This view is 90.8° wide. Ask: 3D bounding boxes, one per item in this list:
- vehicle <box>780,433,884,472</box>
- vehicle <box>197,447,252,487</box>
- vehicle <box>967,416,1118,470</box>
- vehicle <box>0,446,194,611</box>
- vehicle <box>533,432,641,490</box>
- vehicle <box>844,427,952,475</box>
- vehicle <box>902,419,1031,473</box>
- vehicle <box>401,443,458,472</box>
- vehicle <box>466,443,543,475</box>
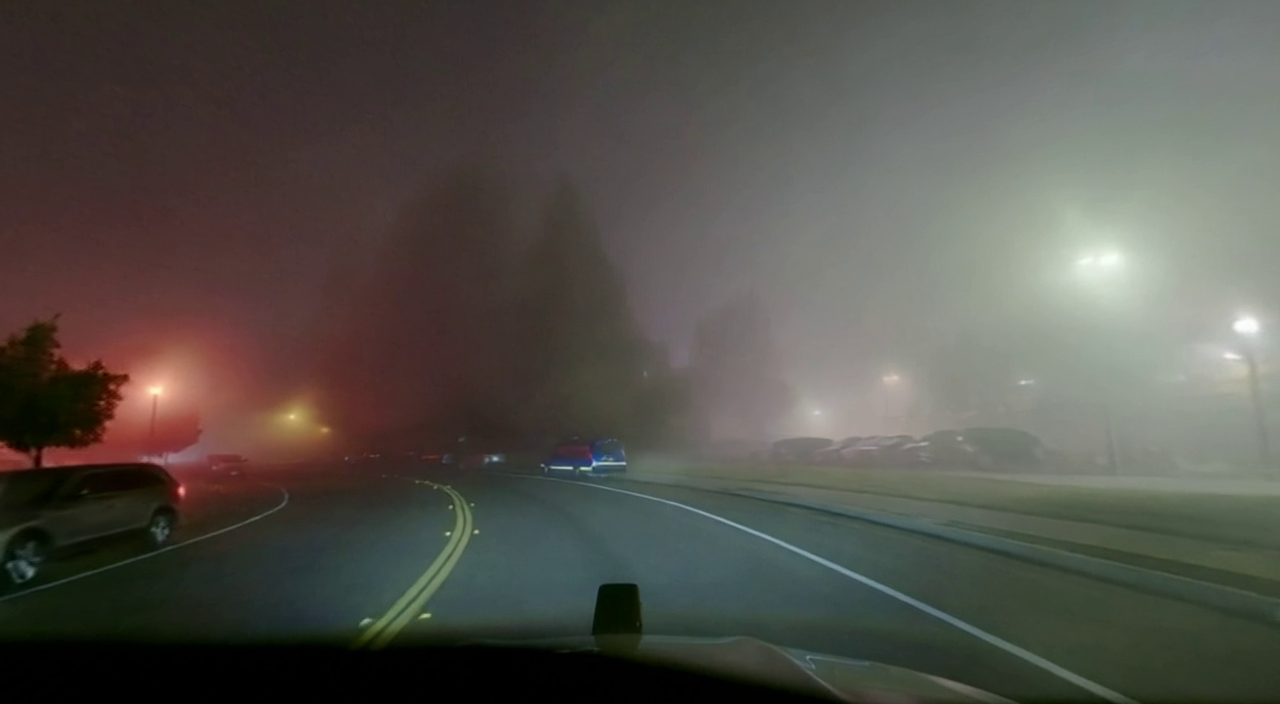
[{"bbox_3d":[8.213,4.256,26.885,4.225,1.517,2.036,6,-11,-36],"label":"vehicle"},{"bbox_3d":[-23.223,6.331,35.195,2.154,1.870,5.118,3,-8,-37],"label":"vehicle"},{"bbox_3d":[13.298,3.003,20.777,5.110,1.570,2.206,6,-10,-34],"label":"vehicle"},{"bbox_3d":[-8.436,2.244,8.512,2.206,1.537,4.946,-2,-5,-13],"label":"vehicle"},{"bbox_3d":[-2.184,4.056,24.260,2.042,1.817,5.202,4,-7,-30],"label":"vehicle"},{"bbox_3d":[10.293,3.903,25.102,4.243,1.470,2.010,1,-9,-38],"label":"vehicle"},{"bbox_3d":[11.804,3.333,22.822,4.372,1.723,2.229,4,-9,-34],"label":"vehicle"},{"bbox_3d":[-14.022,6.951,41.867,2.055,1.731,4.686,6,-11,-37],"label":"vehicle"},{"bbox_3d":[-7.125,5.513,32.830,2.053,1.519,4.611,6,-11,-37],"label":"vehicle"}]
